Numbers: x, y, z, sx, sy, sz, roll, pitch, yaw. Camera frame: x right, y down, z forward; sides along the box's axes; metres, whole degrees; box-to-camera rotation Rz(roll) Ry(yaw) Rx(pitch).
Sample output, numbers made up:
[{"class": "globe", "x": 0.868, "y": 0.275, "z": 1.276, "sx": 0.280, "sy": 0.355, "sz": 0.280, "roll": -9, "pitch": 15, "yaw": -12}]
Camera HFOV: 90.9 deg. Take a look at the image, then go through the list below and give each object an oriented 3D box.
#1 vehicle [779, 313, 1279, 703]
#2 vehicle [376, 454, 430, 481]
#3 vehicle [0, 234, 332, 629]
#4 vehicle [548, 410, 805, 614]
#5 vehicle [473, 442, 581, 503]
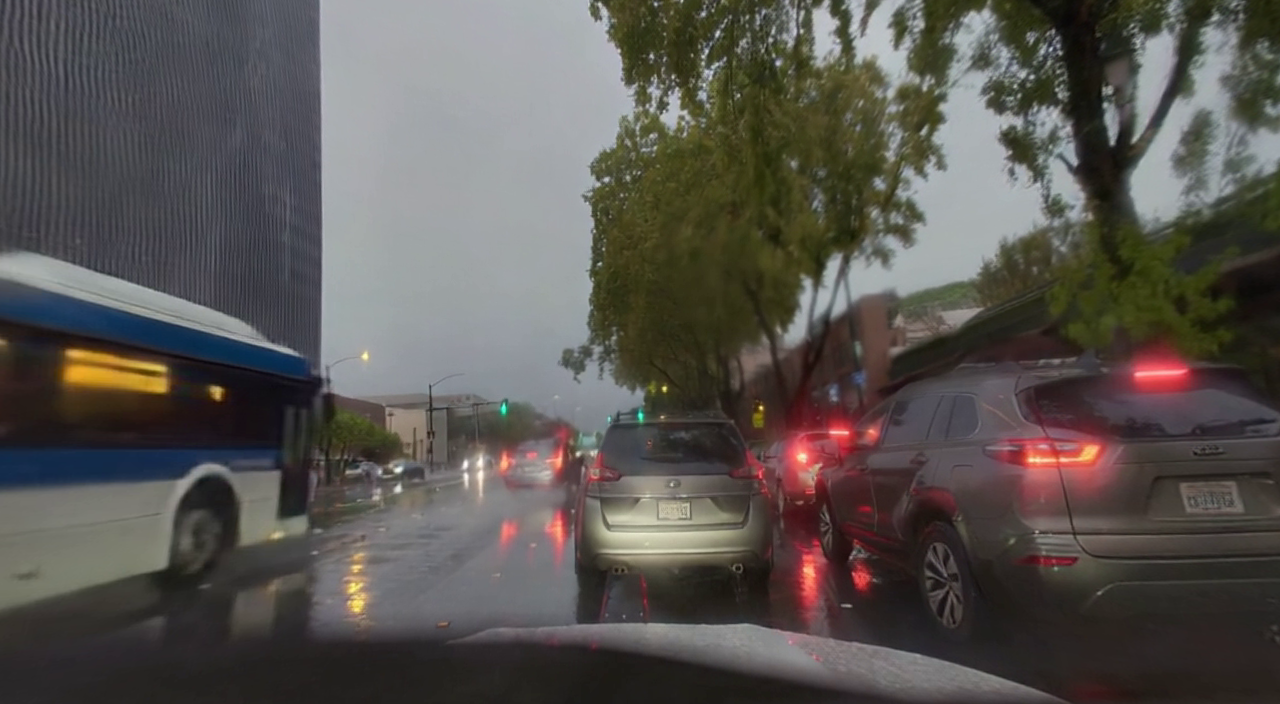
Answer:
[{"class": "vehicle", "x": 2.754, "y": 1.110, "z": 5.000, "sx": 2.117, "sy": 1.855, "sz": 4.794, "roll": 0, "pitch": -9, "yaw": -1}, {"class": "vehicle", "x": -16.272, "y": 7.948, "z": 43.519, "sx": 1.887, "sy": 1.709, "sz": 4.403, "roll": 0, "pitch": -9, "yaw": 2}, {"class": "vehicle", "x": -6.988, "y": 0.714, "z": 5.634, "sx": 3.152, "sy": 3.309, "sz": 10.159, "roll": 0, "pitch": -9, "yaw": 1}, {"class": "vehicle", "x": 0.233, "y": 1.546, "z": 6.889, "sx": 2.045, "sy": 1.608, "sz": 3.573, "roll": 0, "pitch": -9, "yaw": -2}, {"class": "vehicle", "x": -2.996, "y": 3.307, "z": 17.848, "sx": 2.088, "sy": 1.483, "sz": 4.708, "roll": 0, "pitch": -9, "yaw": 1}]
